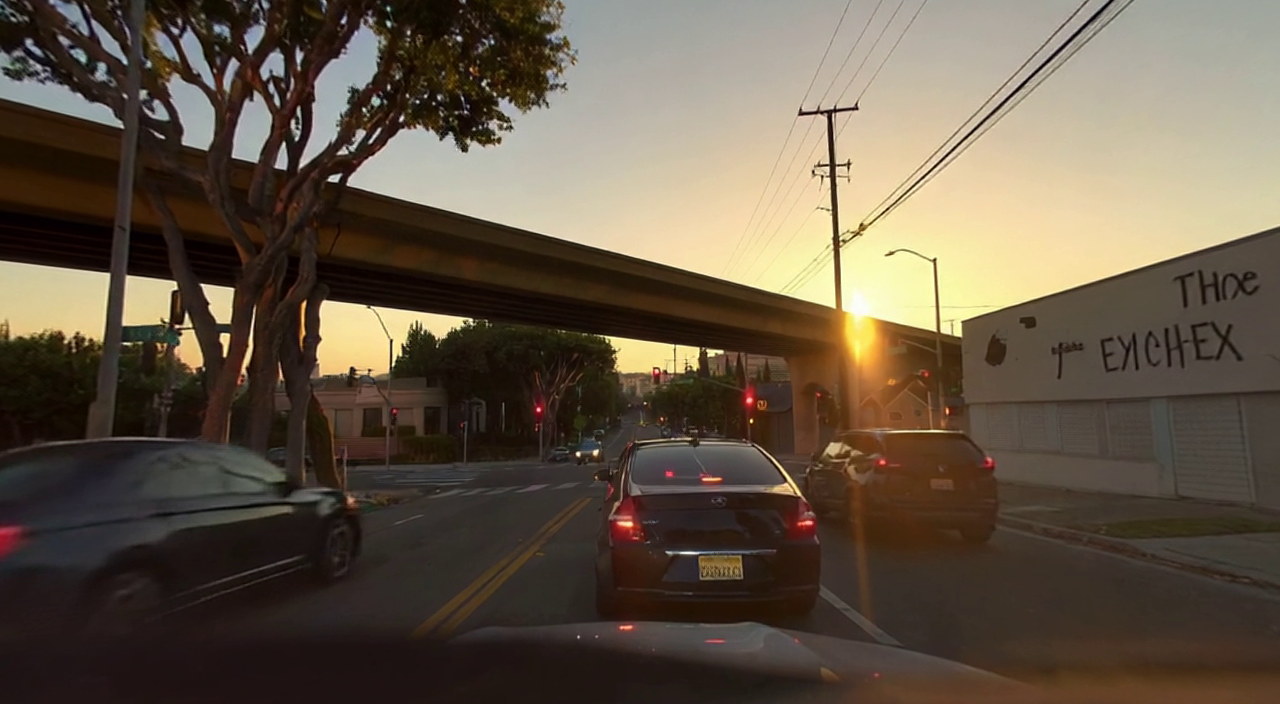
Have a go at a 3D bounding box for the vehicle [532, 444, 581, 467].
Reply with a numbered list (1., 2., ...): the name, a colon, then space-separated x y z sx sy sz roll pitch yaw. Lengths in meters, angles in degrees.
1. vehicle: -5.550 6.929 42.384 1.873 1.462 4.283 -2 -9 12

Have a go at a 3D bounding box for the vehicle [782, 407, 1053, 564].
1. vehicle: 3.705 1.866 9.569 2.062 1.781 4.488 0 -8 0

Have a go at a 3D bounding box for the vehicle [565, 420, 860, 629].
1. vehicle: 0.515 1.544 6.669 2.101 1.467 4.210 0 -8 0

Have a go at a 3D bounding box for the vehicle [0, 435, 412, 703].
1. vehicle: -3.903 1.489 5.316 2.082 1.484 4.865 0 -8 1
